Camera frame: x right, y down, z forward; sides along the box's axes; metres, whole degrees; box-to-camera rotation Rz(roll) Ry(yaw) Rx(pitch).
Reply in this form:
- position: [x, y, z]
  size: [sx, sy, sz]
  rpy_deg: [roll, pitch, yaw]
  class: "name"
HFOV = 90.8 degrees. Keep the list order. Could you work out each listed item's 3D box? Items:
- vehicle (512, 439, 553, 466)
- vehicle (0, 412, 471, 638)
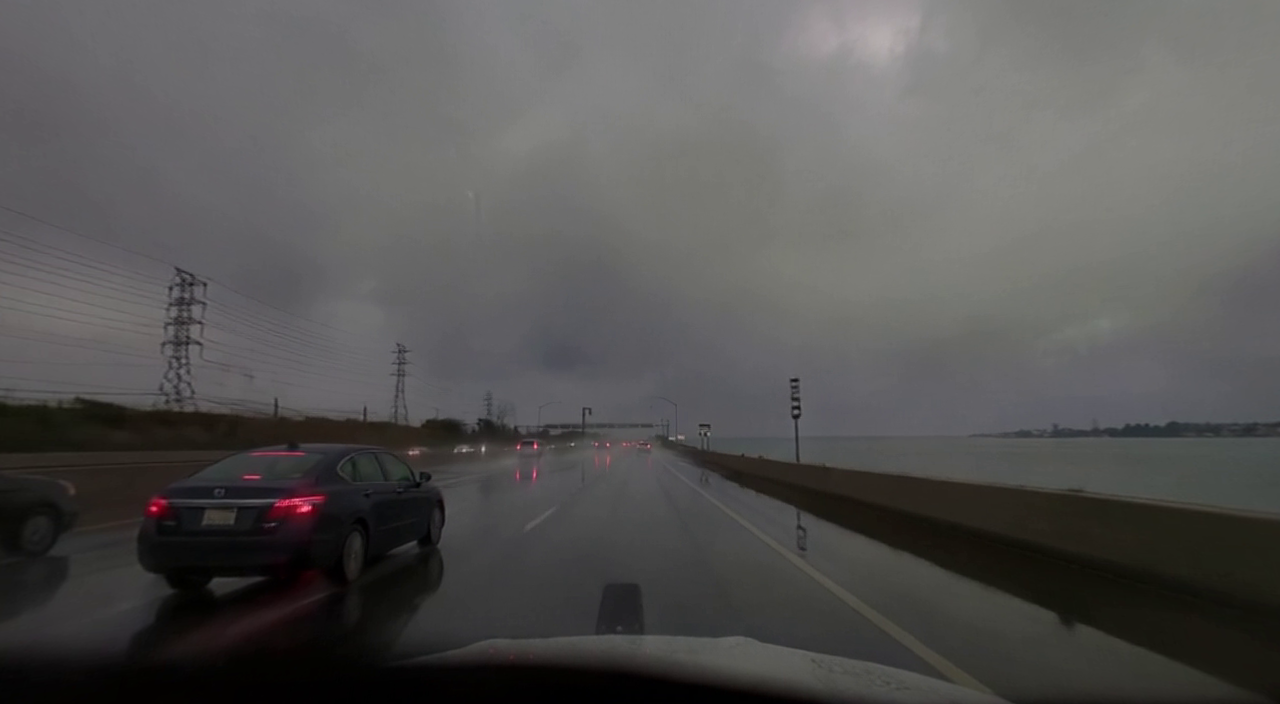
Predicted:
- position: [-7.409, 6.989, 44.013]
  size: [2.050, 1.717, 4.418]
  rpy_deg: [0, -8, 0]
  class: "vehicle"
- position: [-3.390, 1.496, 6.525]
  size: [2.015, 1.501, 4.454]
  rpy_deg: [0, -8, 0]
  class: "vehicle"
